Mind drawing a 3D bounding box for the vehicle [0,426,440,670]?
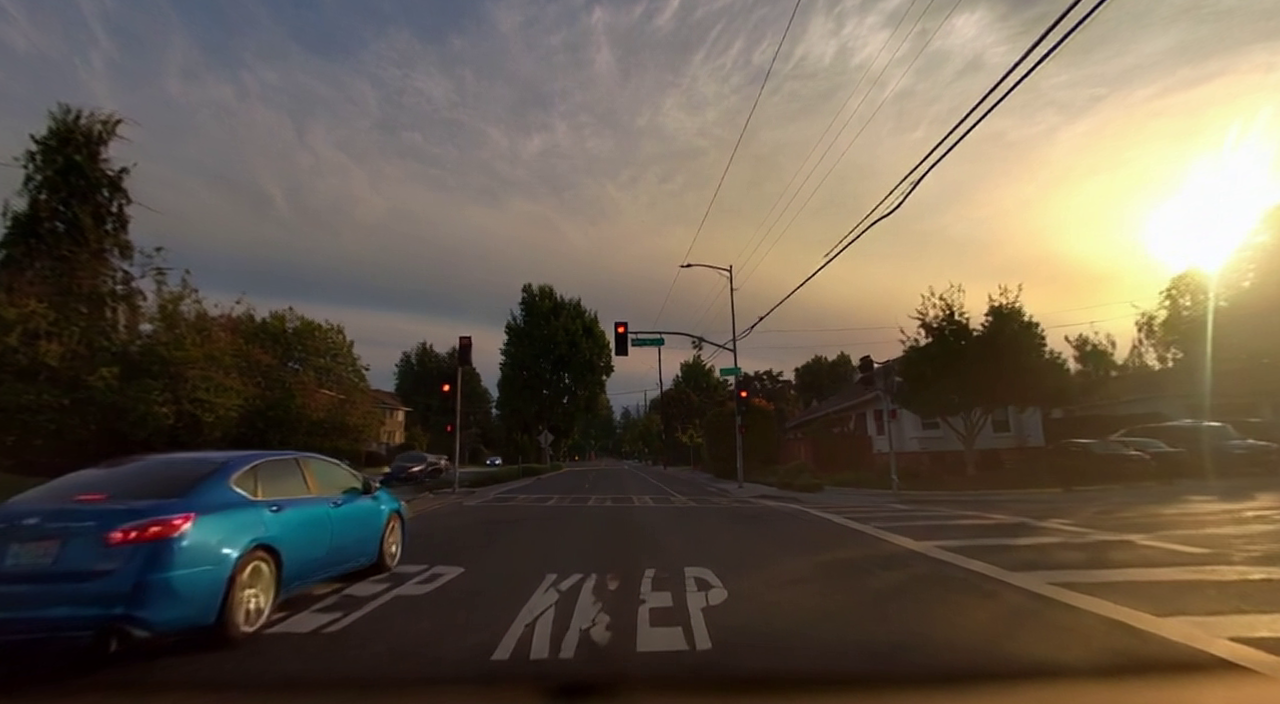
[{"bbox_3d":[-3.724,1.572,6.273,1.980,1.508,4.502,0,-9,0],"label":"vehicle"}]
